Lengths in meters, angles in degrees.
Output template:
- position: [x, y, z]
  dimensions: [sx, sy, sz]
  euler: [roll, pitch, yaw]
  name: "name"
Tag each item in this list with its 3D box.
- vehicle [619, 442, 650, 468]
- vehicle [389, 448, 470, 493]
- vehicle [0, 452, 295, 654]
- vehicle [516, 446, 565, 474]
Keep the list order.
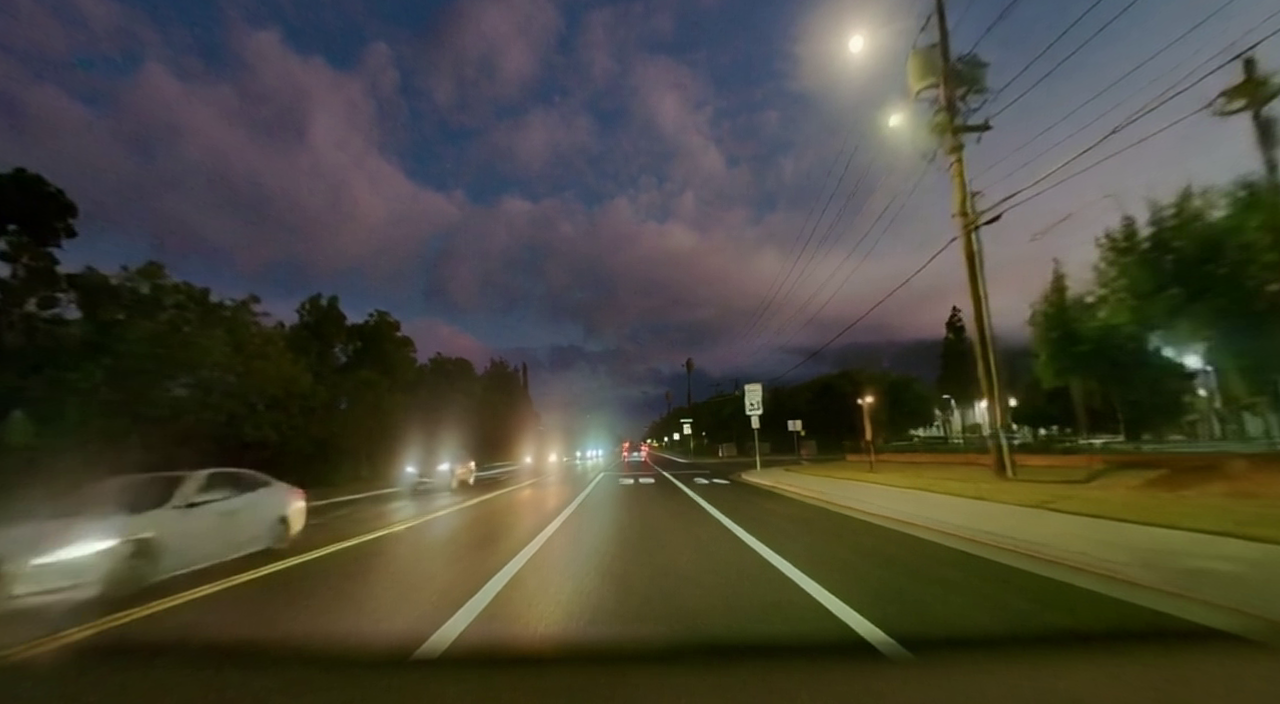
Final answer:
- position: [-0.421, 7.510, 46.204]
  dimensions: [2.163, 1.746, 4.073]
  euler: [0, -8, -2]
  name: "vehicle"
- position: [-9.085, 5.095, 27.723]
  dimensions: [1.988, 1.744, 4.687]
  euler: [-1, -8, -1]
  name: "vehicle"
- position: [-5.801, 1.805, 6.553]
  dimensions: [2.030, 1.445, 4.321]
  euler: [-1, -8, 0]
  name: "vehicle"
- position: [-6.509, 7.116, 41.851]
  dimensions: [2.305, 1.685, 5.690]
  euler: [-1, -8, 0]
  name: "vehicle"
